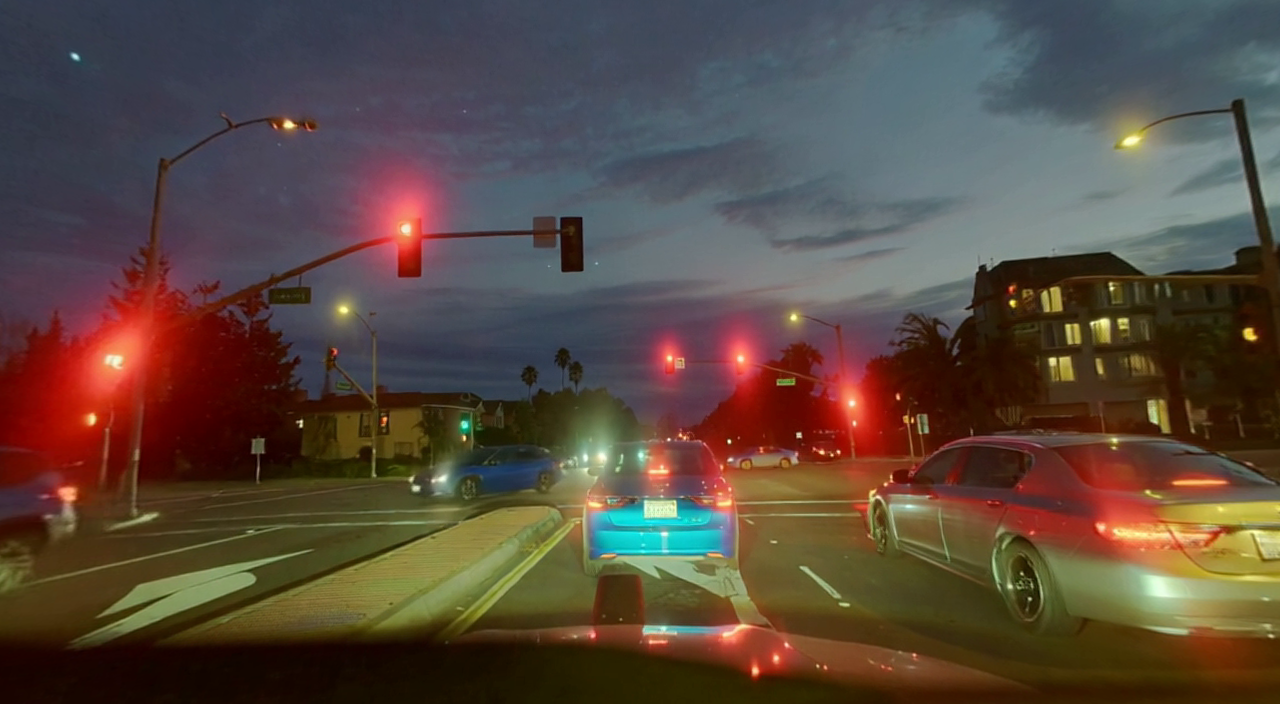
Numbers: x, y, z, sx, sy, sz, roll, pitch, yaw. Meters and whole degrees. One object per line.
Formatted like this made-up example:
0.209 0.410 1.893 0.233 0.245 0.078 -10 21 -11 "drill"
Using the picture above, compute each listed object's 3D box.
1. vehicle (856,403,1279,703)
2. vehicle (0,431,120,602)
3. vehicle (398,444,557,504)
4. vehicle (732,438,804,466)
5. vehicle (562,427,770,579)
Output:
3.657 1.339 5.428 1.888 1.486 4.681 0 -9 -1 "vehicle"
-7.995 1.611 5.753 1.988 1.799 4.789 -2 -9 9 "vehicle"
-4.493 3.388 18.098 1.854 1.490 4.229 -6 -10 32 "vehicle"
7.993 6.299 39.790 1.936 1.615 4.240 5 -10 -34 "vehicle"
0.300 1.817 8.331 2.090 1.505 3.756 -1 -9 1 "vehicle"
